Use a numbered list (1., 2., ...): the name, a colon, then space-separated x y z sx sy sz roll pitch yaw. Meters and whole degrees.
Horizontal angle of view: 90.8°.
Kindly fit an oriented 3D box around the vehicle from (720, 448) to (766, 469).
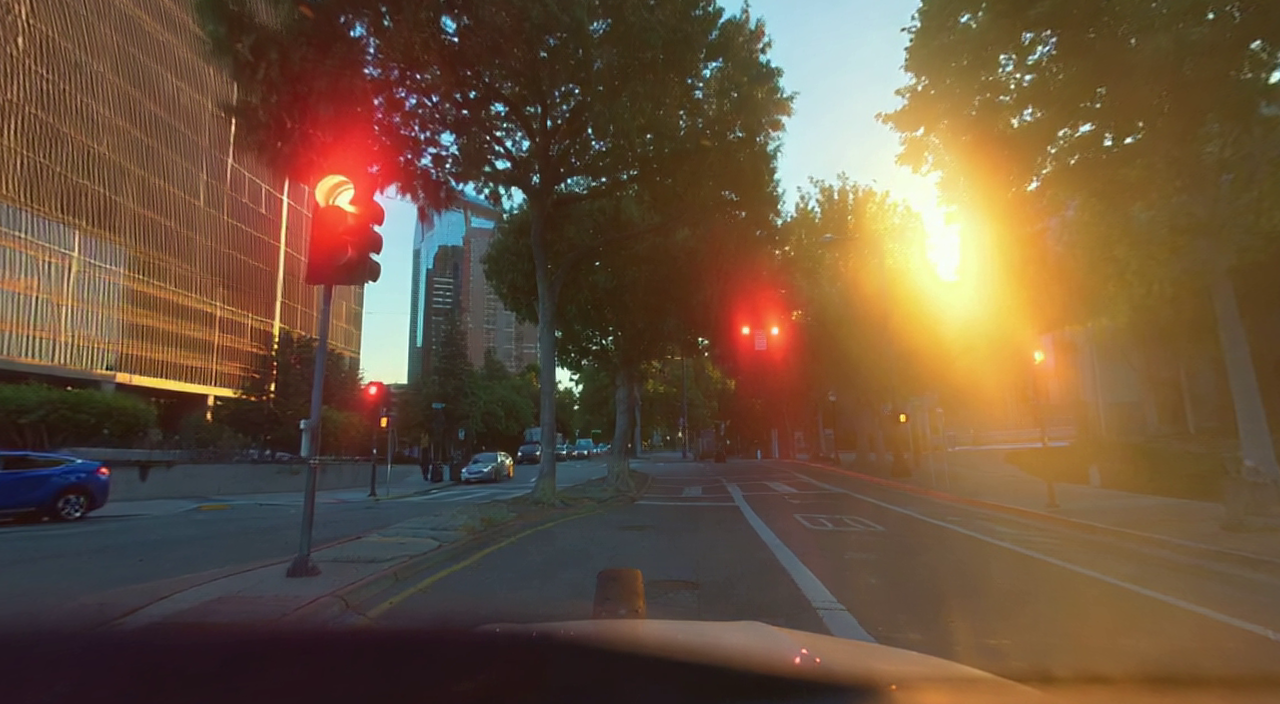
1. vehicle: 7.857 8.120 48.414 1.829 1.440 4.384 2 -9 -14

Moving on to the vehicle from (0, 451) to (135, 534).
1. vehicle: -12.859 2.711 12.268 4.598 1.490 1.816 7 -11 -40
